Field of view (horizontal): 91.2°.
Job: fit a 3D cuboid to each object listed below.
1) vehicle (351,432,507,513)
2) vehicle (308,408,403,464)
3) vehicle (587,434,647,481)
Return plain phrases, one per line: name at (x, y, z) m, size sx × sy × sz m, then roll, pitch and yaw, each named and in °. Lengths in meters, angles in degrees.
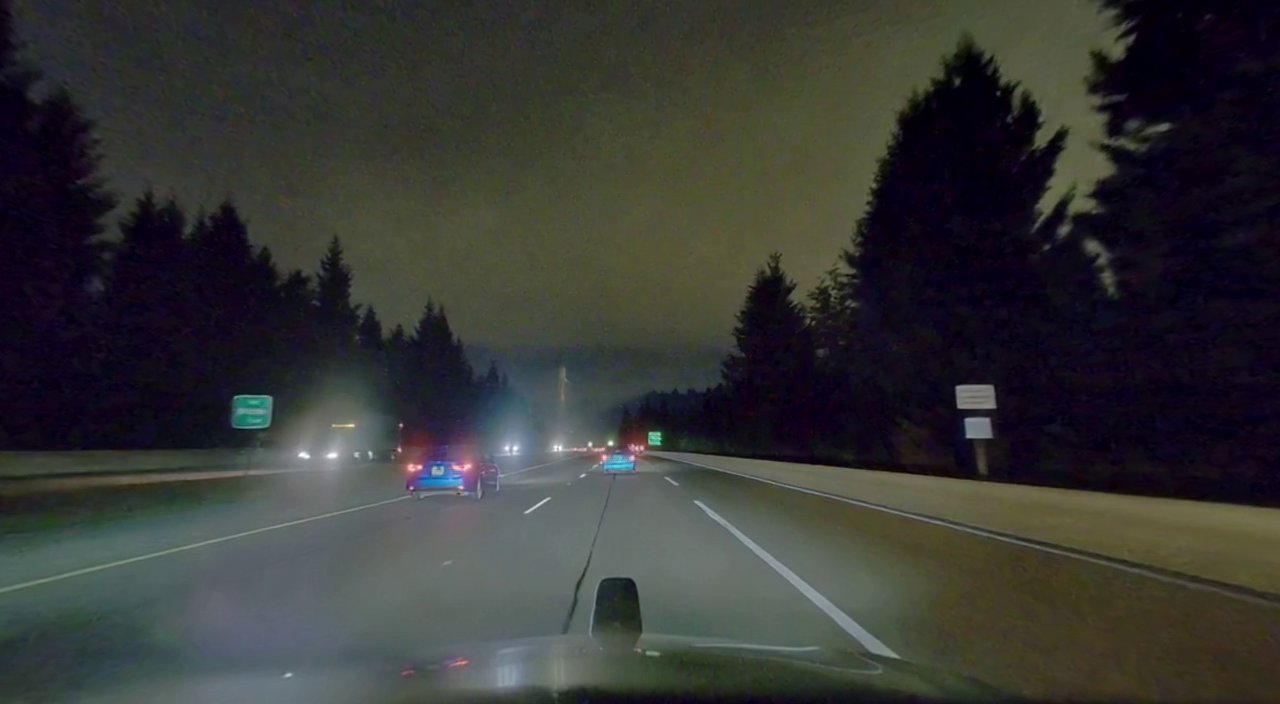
vehicle at (-4.749, 2.788, 15.002) m, size 2.103 × 1.588 × 4.709 m, roll -1°, pitch -9°, yaw 0°
vehicle at (-18.973, 5.787, 42.513) m, size 2.771 × 3.371 × 8.087 m, roll 0°, pitch -9°, yaw -1°
vehicle at (-0.907, 4.276, 25.506) m, size 2.220 × 1.711 × 4.056 m, roll 0°, pitch -9°, yaw -1°
